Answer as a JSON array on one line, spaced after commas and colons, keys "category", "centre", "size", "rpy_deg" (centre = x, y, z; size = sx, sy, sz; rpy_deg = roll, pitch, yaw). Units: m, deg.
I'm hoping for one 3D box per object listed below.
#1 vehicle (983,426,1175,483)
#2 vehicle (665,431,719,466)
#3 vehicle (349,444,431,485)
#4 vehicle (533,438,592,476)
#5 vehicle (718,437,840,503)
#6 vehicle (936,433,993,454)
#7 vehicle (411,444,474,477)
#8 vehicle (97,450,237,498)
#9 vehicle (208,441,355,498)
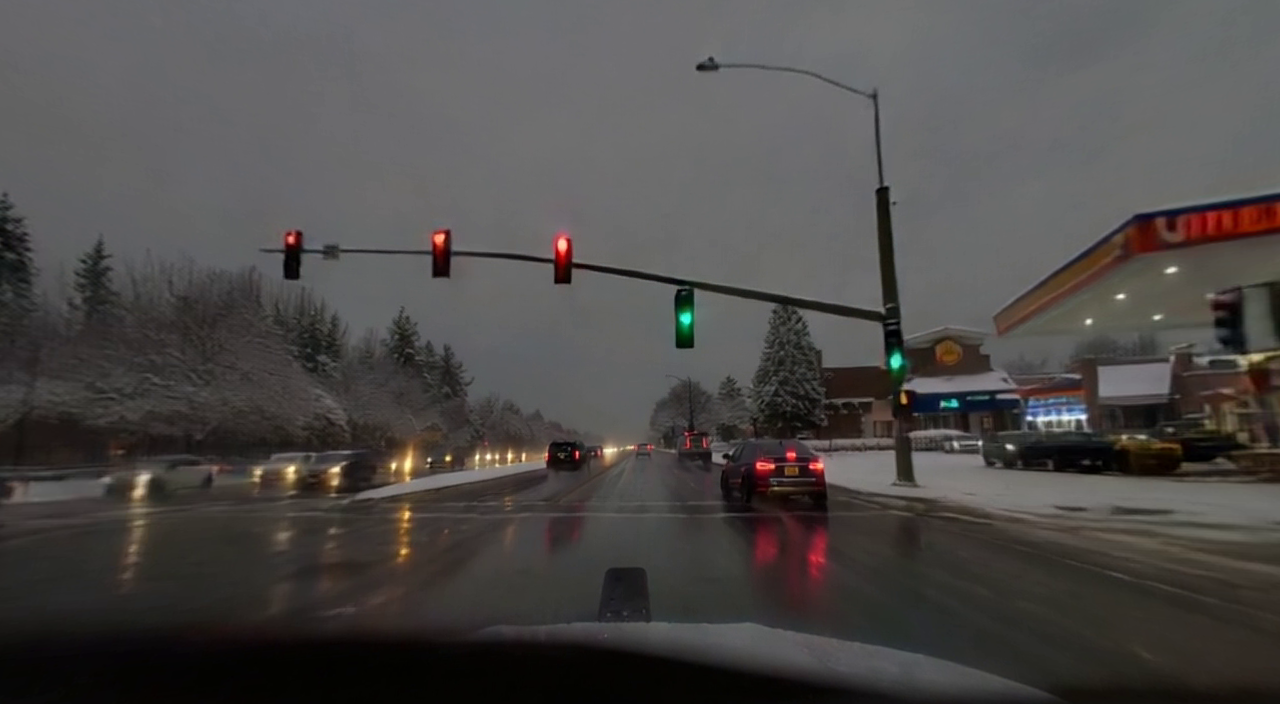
[{"category": "vehicle", "centre": [17.209, 3.992, 25.389], "size": [2.766, 1.917, 6.394], "rpy_deg": [-1, -7, -5]}, {"category": "vehicle", "centre": [3.433, 6.579, 43.199], "size": [3.245, 2.199, 6.295], "rpy_deg": [0, -8, 1]}, {"category": "vehicle", "centre": [-11.298, 5.072, 28.842], "size": [1.909, 1.467, 4.522], "rpy_deg": [-2, -6, 0]}, {"category": "vehicle", "centre": [-3.733, 5.153, 31.119], "size": [2.250, 1.713, 4.422], "rpy_deg": [0, -8, 1]}, {"category": "vehicle", "centre": [3.461, 3.042, 16.736], "size": [2.095, 1.475, 4.686], "rpy_deg": [0, -8, -1]}, {"category": "vehicle", "centre": [24.191, 6.856, 47.158], "size": [1.921, 1.463, 4.380], "rpy_deg": [0, -8, 0]}, {"category": "vehicle", "centre": [-11.248, 6.176, 36.279], "size": [2.004, 1.509, 4.932], "rpy_deg": [-1, -6, 1]}, {"category": "vehicle", "centre": [-18.358, 4.724, 24.766], "size": [2.150, 1.654, 4.279], "rpy_deg": [0, -8, 0]}, {"category": "vehicle", "centre": [-11.553, 3.776, 20.801], "size": [2.091, 1.644, 4.645], "rpy_deg": [0, -8, 0]}]
